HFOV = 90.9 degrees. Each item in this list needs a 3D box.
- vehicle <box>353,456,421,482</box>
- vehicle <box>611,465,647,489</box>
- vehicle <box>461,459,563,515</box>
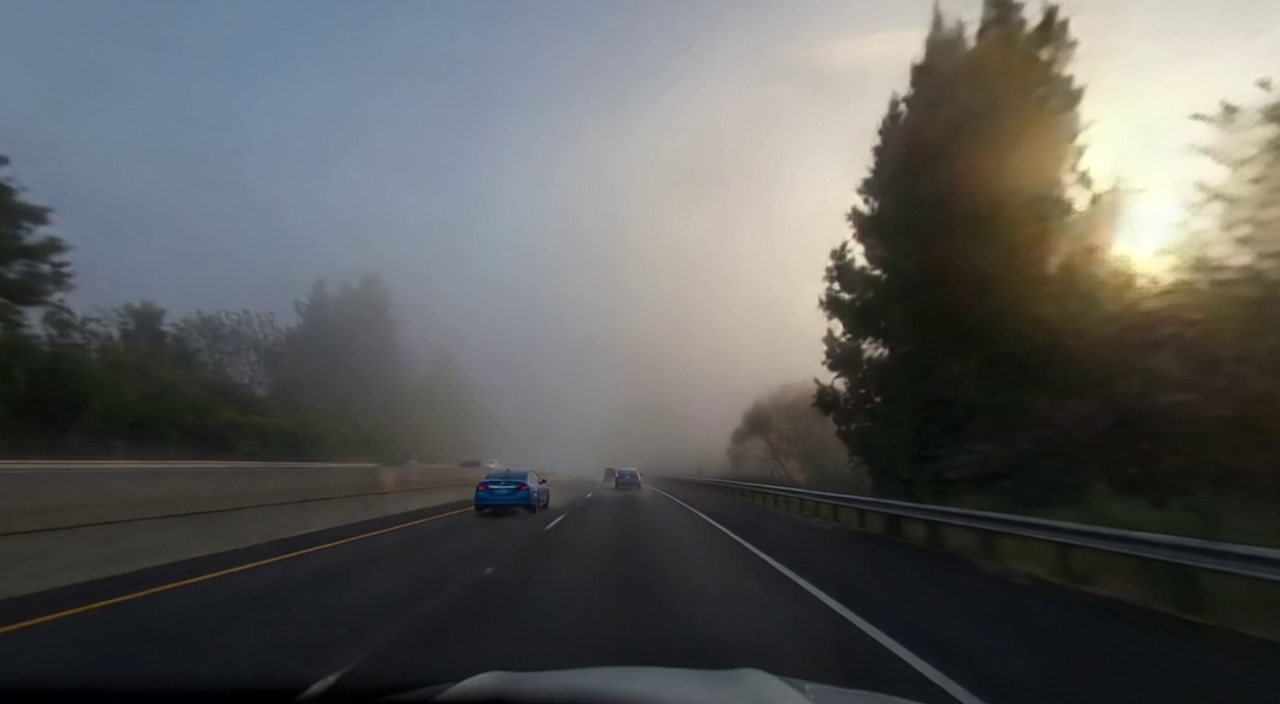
[{"bbox_3d":[-16.066,7.493,40.334,2.344,1.480,5.004,1,-11,-1],"label":"vehicle"},{"bbox_3d":[-0.751,8.803,44.410,2.363,1.526,4.687,1,-11,-1],"label":"vehicle"},{"bbox_3d":[-3.920,4.286,20.294,2.310,1.521,4.731,1,-11,-1],"label":"vehicle"}]
